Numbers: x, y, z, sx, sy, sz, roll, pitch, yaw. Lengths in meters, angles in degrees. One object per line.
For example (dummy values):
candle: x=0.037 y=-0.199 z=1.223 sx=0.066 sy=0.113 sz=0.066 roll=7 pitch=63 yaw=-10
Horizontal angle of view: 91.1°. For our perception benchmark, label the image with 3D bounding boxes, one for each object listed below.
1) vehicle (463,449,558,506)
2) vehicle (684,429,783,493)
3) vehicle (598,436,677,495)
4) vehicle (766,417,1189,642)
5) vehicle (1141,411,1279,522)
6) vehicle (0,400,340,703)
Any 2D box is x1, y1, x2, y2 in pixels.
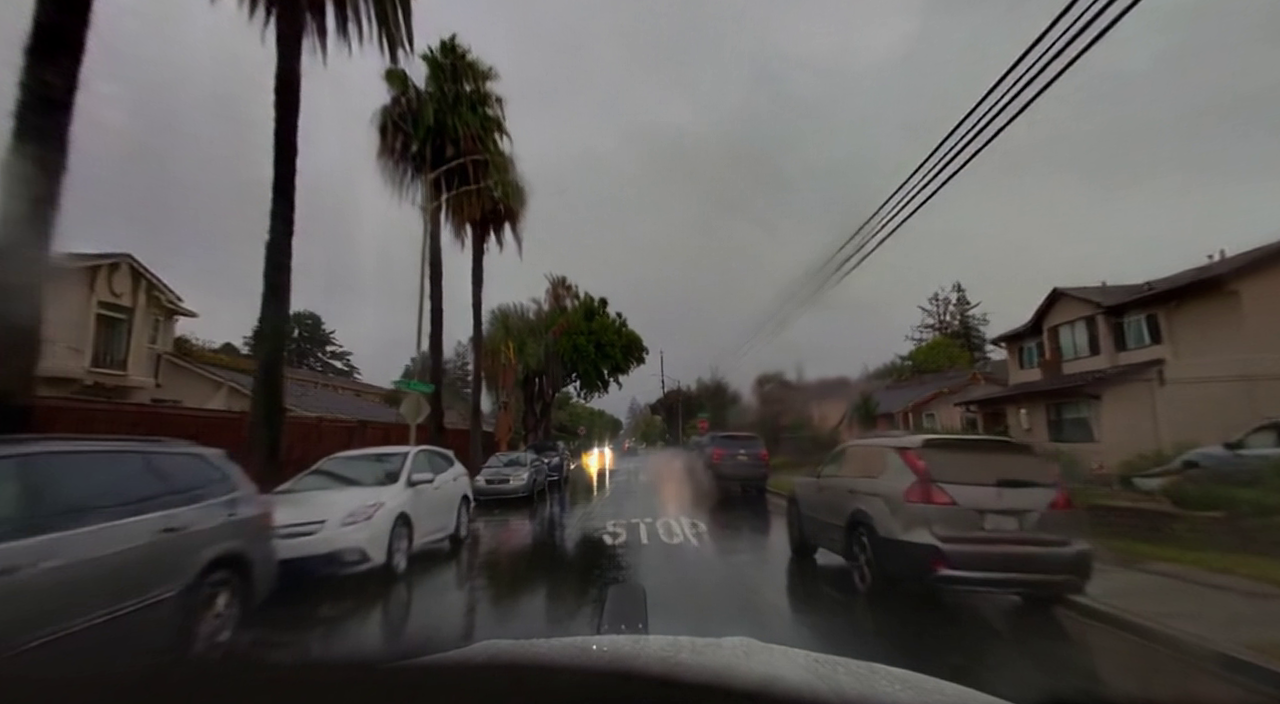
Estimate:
vehicle: x=-3.299 y=3.250 z=16.715 sx=1.728 sy=1.305 sz=3.805 roll=0 pitch=-8 yaw=0
vehicle: x=2.590 y=3.176 z=18.649 sx=2.136 sy=1.650 sz=4.837 roll=0 pitch=-8 yaw=-1
vehicle: x=-0.092 y=3.227 z=18.275 sx=2.010 sy=1.499 sz=4.107 roll=0 pitch=-8 yaw=-1
vehicle: x=2.827 y=1.562 z=6.613 sx=1.967 sy=1.563 sz=4.237 roll=0 pitch=-8 yaw=-2
vehicle: x=9.811 y=1.562 z=8.559 sx=1.929 sy=1.517 sz=4.494 roll=1 pitch=-9 yaw=-7
vehicle: x=-3.152 y=0.968 z=2.370 sx=1.877 sy=1.521 sz=4.348 roll=0 pitch=-8 yaw=0
